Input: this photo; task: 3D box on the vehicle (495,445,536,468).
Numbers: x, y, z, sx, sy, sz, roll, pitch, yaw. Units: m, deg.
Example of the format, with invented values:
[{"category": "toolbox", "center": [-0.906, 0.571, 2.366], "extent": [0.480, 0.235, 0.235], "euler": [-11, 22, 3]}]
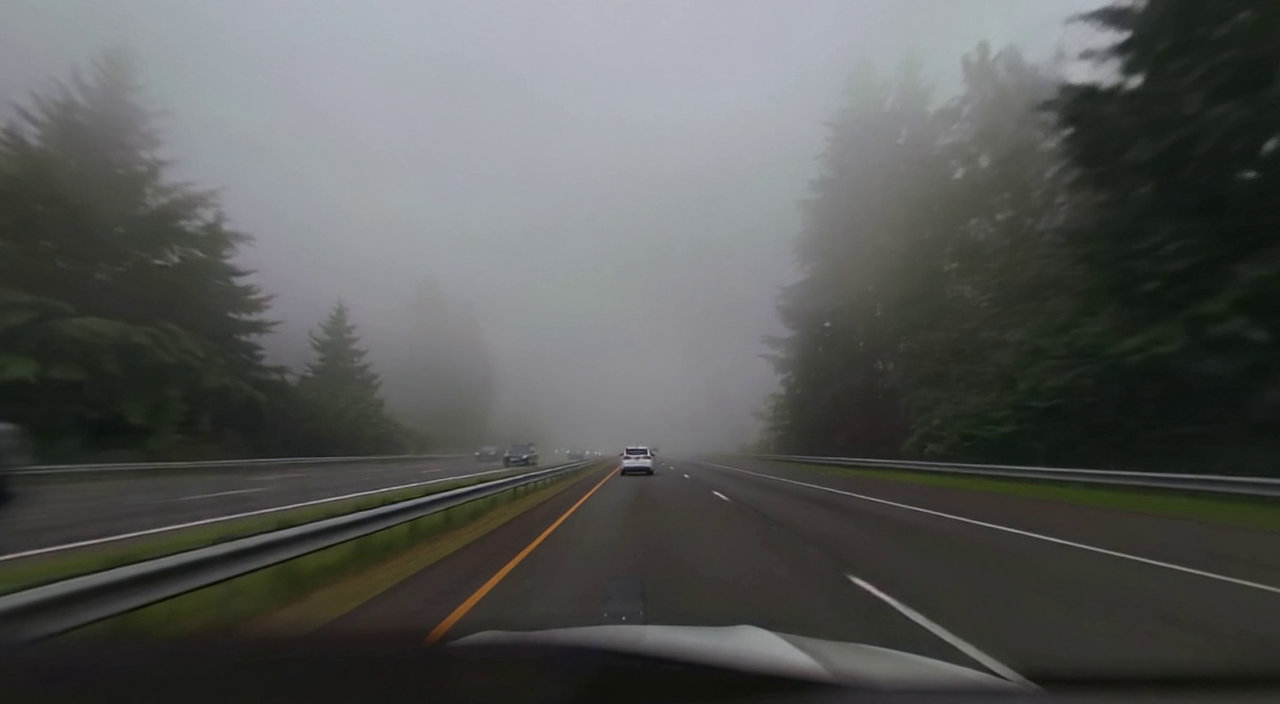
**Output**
[{"category": "vehicle", "center": [-8.526, 7.202, 43.553], "extent": [1.858, 1.456, 4.591], "euler": [0, -9, 0]}]

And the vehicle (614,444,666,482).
[{"category": "vehicle", "center": [-0.017, 4.856, 27.827], "extent": [2.114, 1.523, 4.012], "euler": [0, -9, 0]}]
